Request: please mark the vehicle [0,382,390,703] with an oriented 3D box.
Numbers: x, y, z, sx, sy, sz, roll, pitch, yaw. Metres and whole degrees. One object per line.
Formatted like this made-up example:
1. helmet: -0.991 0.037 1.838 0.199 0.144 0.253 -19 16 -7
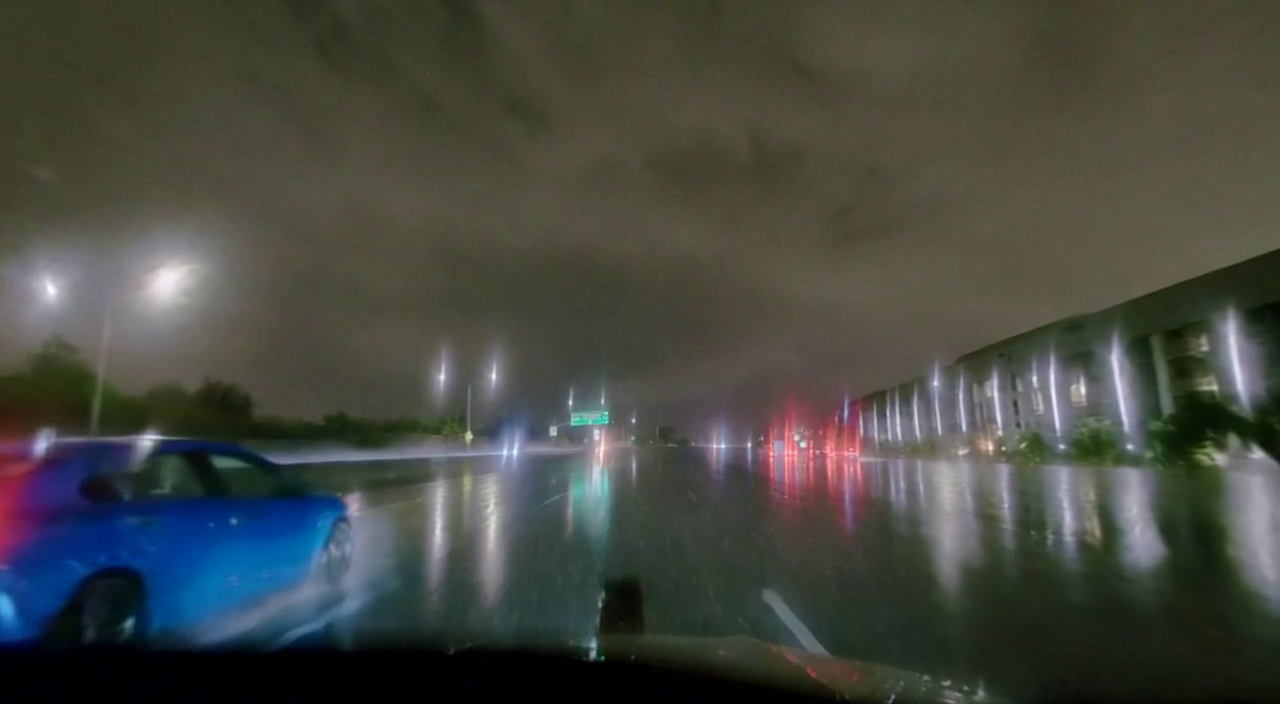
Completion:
1. vehicle: -3.884 1.203 4.641 2.087 1.566 4.756 0 -9 1
